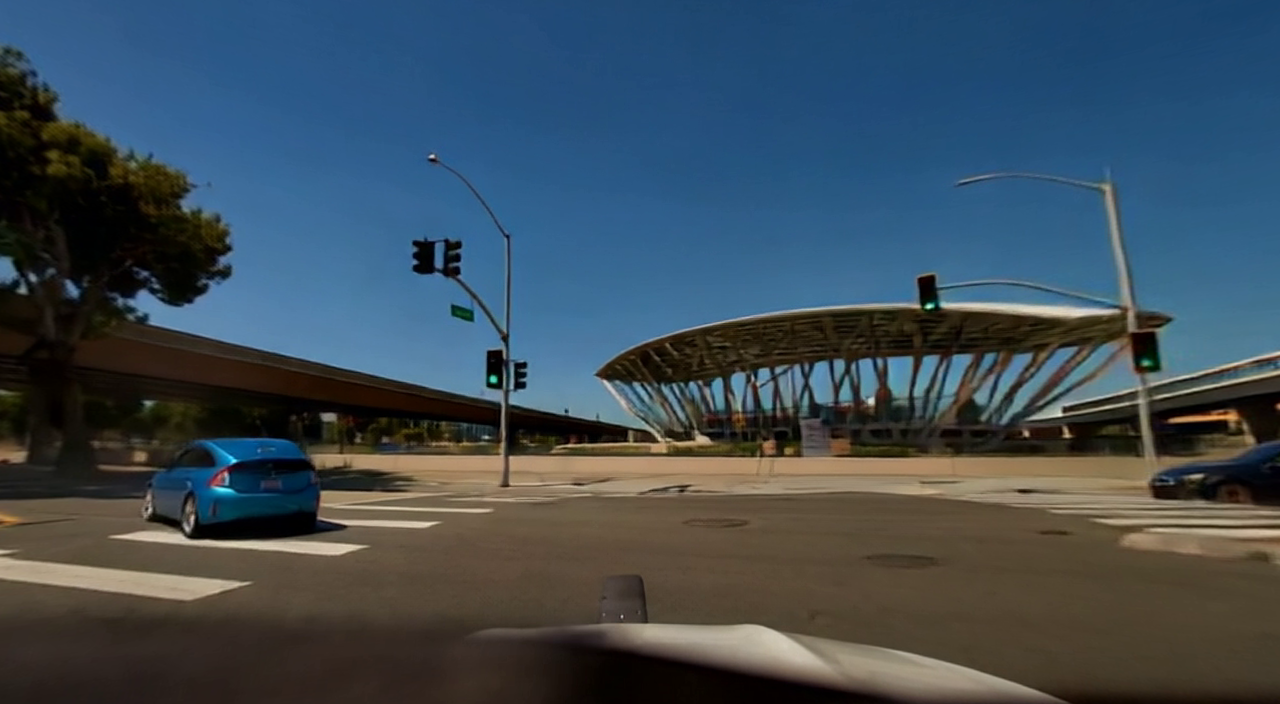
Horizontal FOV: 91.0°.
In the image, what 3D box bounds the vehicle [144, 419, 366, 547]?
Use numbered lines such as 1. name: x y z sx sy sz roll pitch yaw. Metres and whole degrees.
1. vehicle: -6.166 1.939 9.948 3.772 1.584 1.976 -8 -12 44
